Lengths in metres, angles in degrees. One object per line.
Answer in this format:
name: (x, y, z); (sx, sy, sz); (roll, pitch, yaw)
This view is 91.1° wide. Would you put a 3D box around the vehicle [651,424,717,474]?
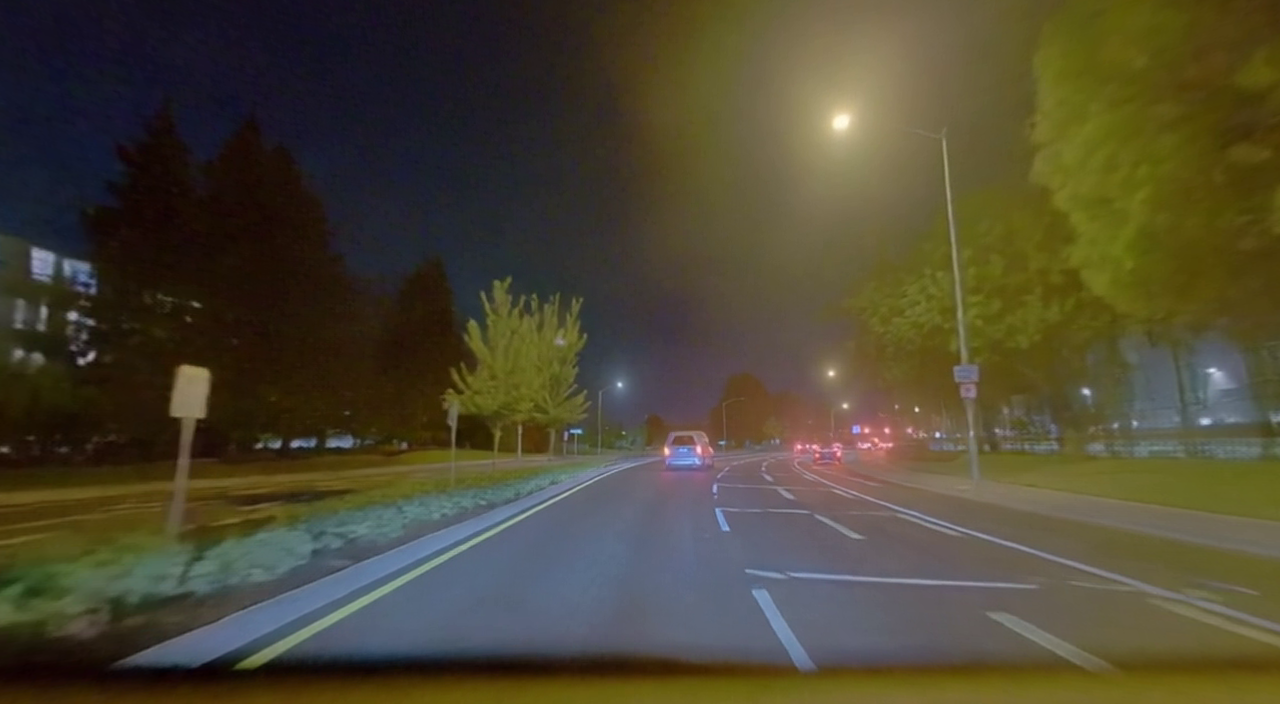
vehicle: (2.042, 4.220, 27.376); (2.371, 1.926, 5.615); (-1, -9, 9)
